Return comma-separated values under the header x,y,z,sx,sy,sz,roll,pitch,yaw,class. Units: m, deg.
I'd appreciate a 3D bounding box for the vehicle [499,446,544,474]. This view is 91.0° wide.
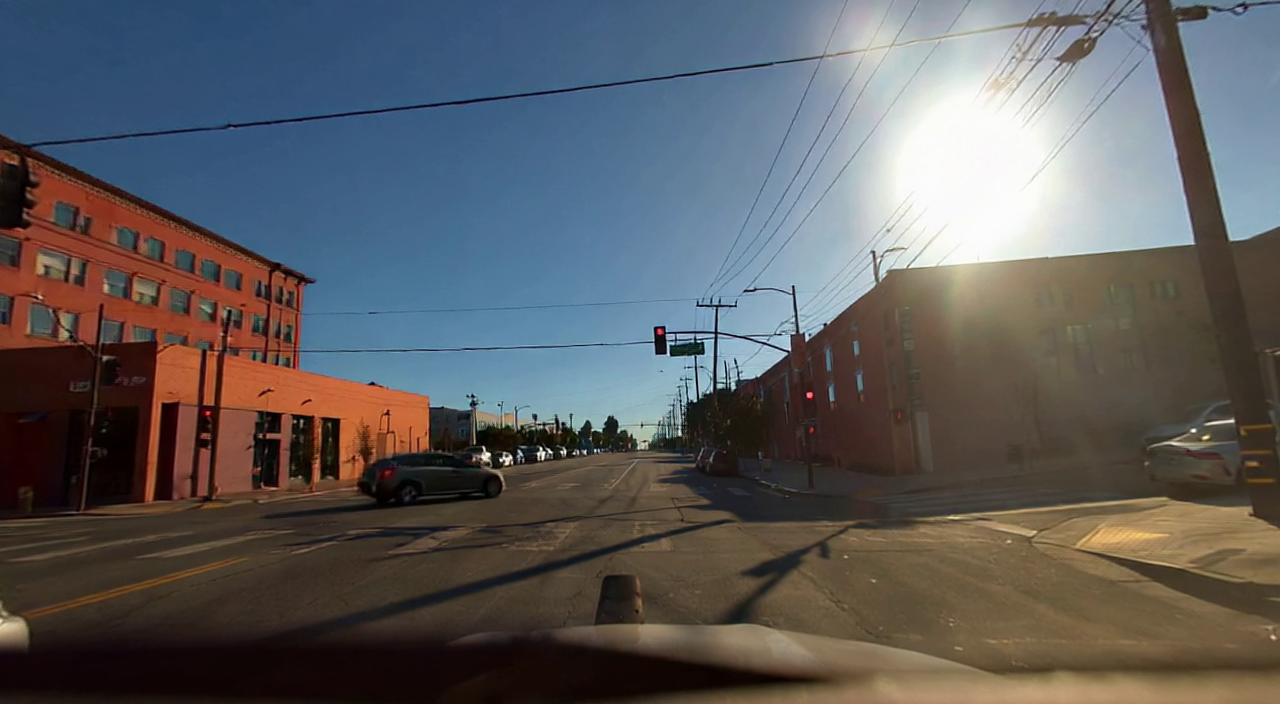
x,y,z,sx,sy,sz,roll,pitch,yaw,class
-8.249,7.540,44.300,2.096,1.830,4.752,0,-9,2,vehicle

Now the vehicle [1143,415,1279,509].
x,y,z,sx,sy,sz,roll,pitch,yaw,class
12.712,2.201,12.799,3.234,1.746,1.941,0,-9,-2,vehicle

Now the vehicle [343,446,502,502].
x,y,z,sx,sy,sz,roll,pitch,yaw,class
-7.249,4.031,21.204,4.525,1.650,2.120,7,-11,-38,vehicle
